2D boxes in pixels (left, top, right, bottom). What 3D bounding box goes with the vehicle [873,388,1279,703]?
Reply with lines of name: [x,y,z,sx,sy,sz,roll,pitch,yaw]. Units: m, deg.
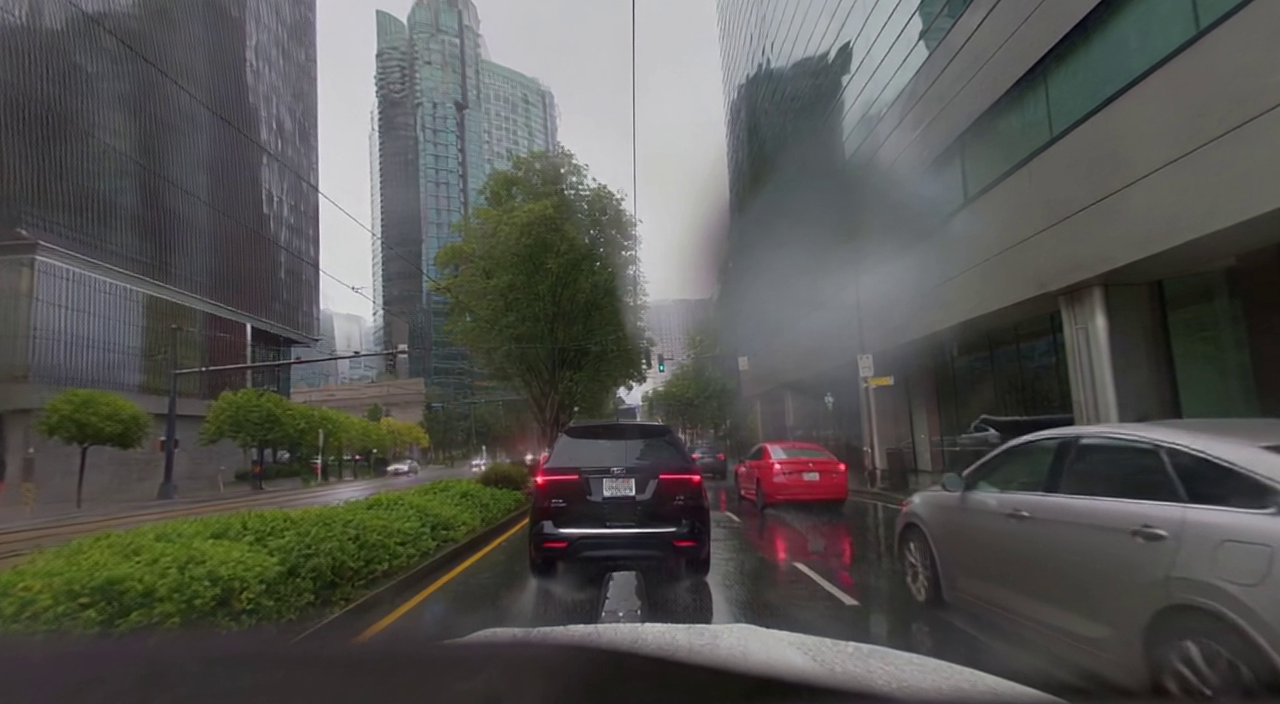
vehicle: [3.137,1.064,3.452,1.993,1.480,4.324,0,-8,-1]

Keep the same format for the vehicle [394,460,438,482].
vehicle: [-16.212,8.585,45.896,1.798,1.409,4.239,0,-8,-2]

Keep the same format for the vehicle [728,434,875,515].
vehicle: [3.506,2.751,14.667,2.128,1.582,4.188,0,-8,-2]

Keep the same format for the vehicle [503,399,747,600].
vehicle: [-0.198,1.629,7.863,2.178,1.779,4.255,0,-8,-2]
